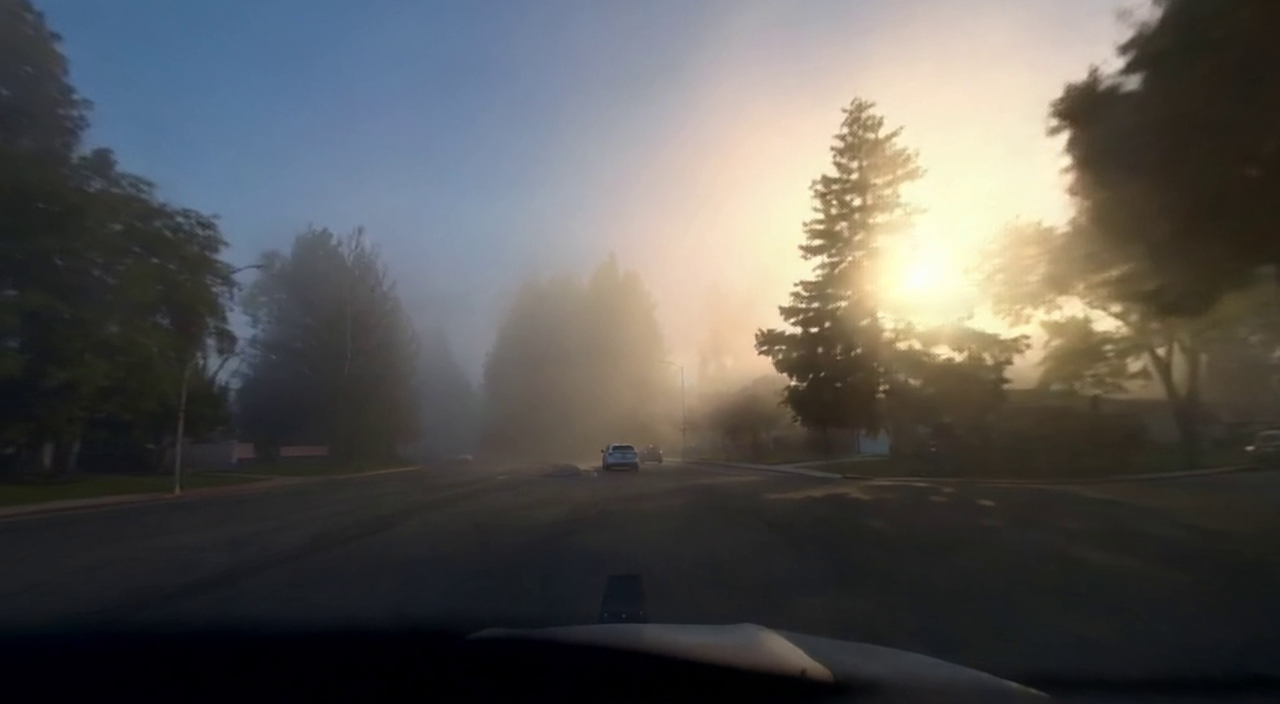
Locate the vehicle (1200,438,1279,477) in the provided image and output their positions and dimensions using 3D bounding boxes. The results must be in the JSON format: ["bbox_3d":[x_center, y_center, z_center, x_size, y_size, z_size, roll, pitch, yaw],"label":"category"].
[{"bbox_3d":[24.743,4.122,24.541,4.466,1.414,1.977,3,-9,-14],"label":"vehicle"}]

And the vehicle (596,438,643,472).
[{"bbox_3d":[-1.238,5.784,35.486,2.165,1.783,4.391,2,-8,-8],"label":"vehicle"}]

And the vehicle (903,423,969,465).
[{"bbox_3d":[14.958,4.653,31.761,2.666,1.892,5.391,-3,-9,25],"label":"vehicle"}]

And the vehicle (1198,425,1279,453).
[{"bbox_3d":[35.659,5.007,36.043,1.847,1.578,4.998,7,-10,-36],"label":"vehicle"}]

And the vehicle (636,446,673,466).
[{"bbox_3d":[1.106,8.142,49.385,1.915,1.495,4.880,2,-8,-10],"label":"vehicle"}]
